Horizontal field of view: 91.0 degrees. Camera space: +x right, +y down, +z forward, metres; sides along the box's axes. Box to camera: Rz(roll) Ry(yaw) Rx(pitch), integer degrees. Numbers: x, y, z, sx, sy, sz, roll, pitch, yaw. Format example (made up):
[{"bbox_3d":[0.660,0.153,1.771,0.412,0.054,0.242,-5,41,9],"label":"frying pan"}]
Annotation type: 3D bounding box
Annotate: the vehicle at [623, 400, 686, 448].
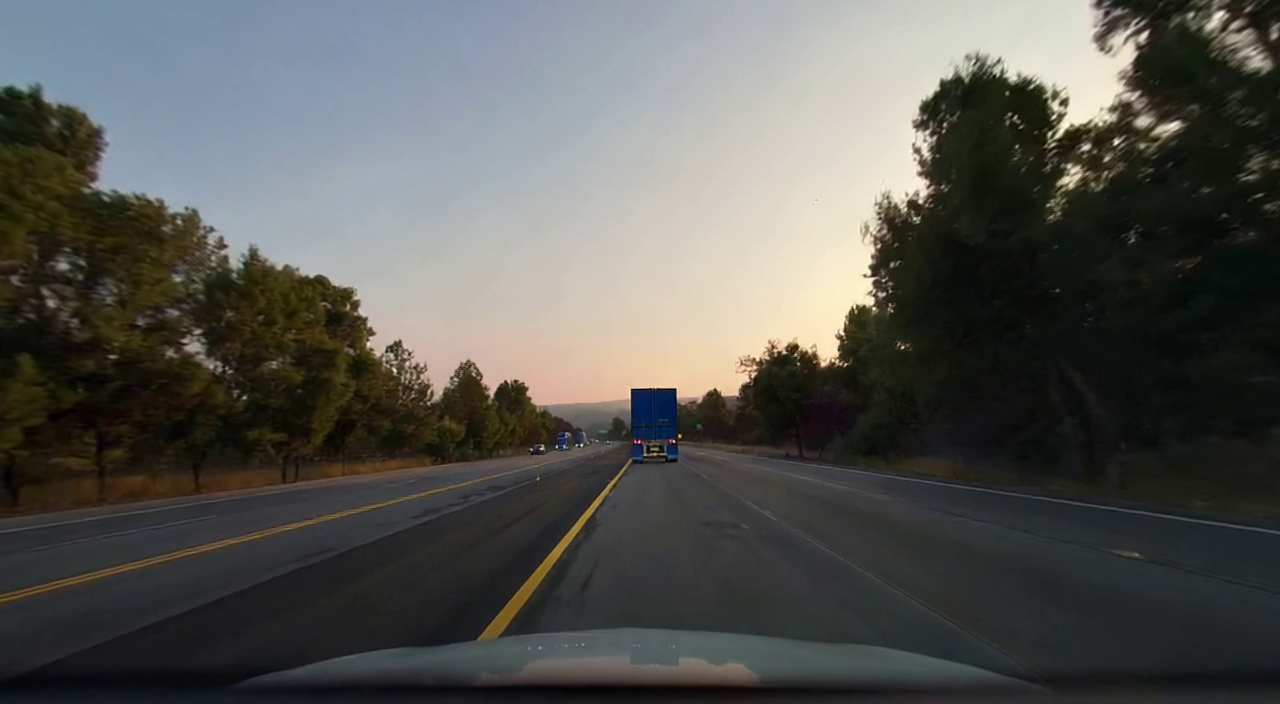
[{"bbox_3d":[0.571,3.210,27.357,2.509,1.890,4.732,0,-8,0],"label":"vehicle"}]
